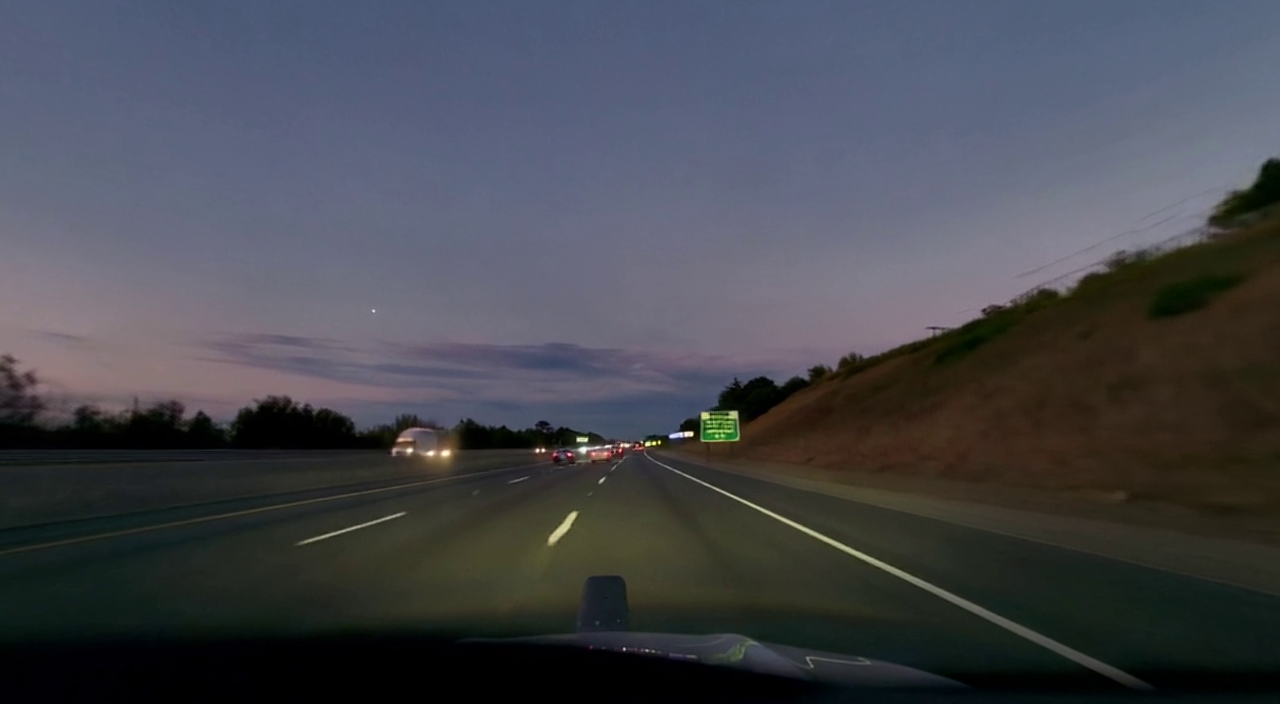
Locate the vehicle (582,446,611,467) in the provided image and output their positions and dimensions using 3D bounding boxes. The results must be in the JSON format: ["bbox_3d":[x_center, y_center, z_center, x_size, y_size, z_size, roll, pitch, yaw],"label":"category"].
[{"bbox_3d":[-3.180,7.776,46.654,1.895,1.482,3.852,0,-9,-1],"label":"vehicle"}]
